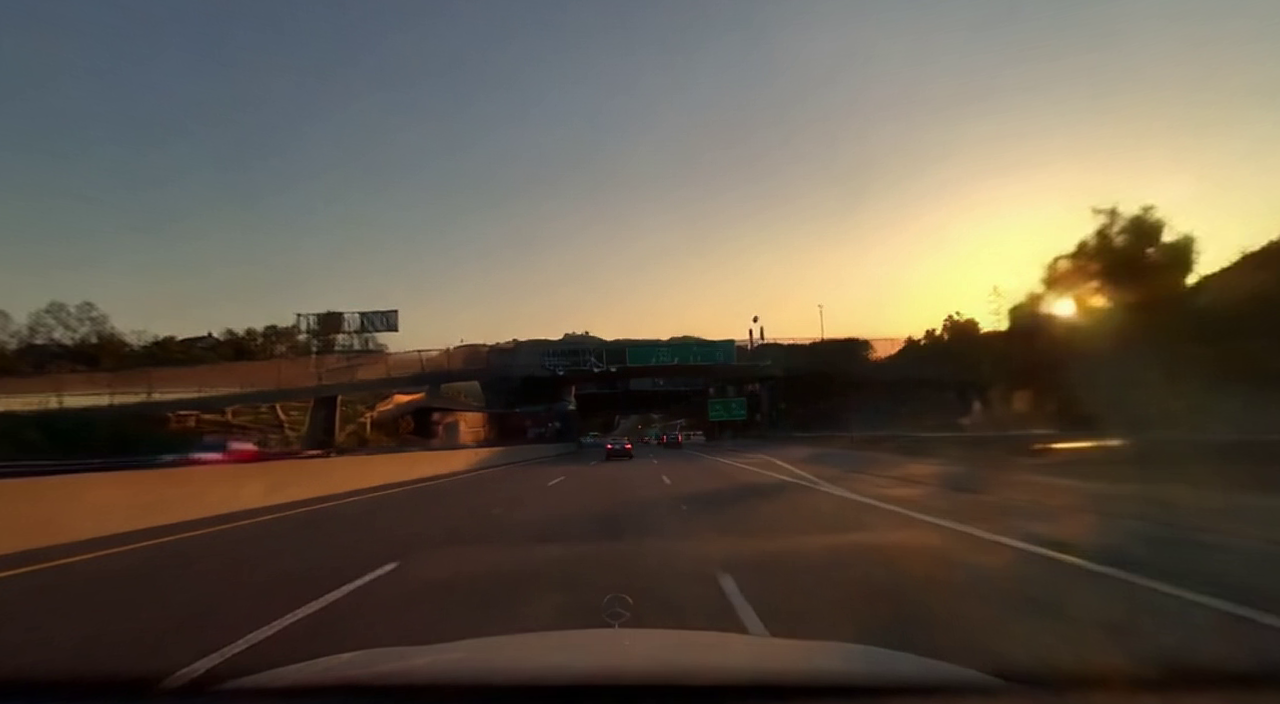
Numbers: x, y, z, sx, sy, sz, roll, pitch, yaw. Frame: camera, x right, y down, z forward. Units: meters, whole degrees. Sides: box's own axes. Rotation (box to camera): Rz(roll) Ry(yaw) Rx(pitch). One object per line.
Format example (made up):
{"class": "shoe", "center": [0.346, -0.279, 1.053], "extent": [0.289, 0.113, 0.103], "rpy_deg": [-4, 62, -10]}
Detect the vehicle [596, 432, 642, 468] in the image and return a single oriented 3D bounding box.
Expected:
{"class": "vehicle", "center": [-0.938, 4.663, 30.129], "extent": [2.039, 1.589, 4.324], "rpy_deg": [0, -8, 0]}
